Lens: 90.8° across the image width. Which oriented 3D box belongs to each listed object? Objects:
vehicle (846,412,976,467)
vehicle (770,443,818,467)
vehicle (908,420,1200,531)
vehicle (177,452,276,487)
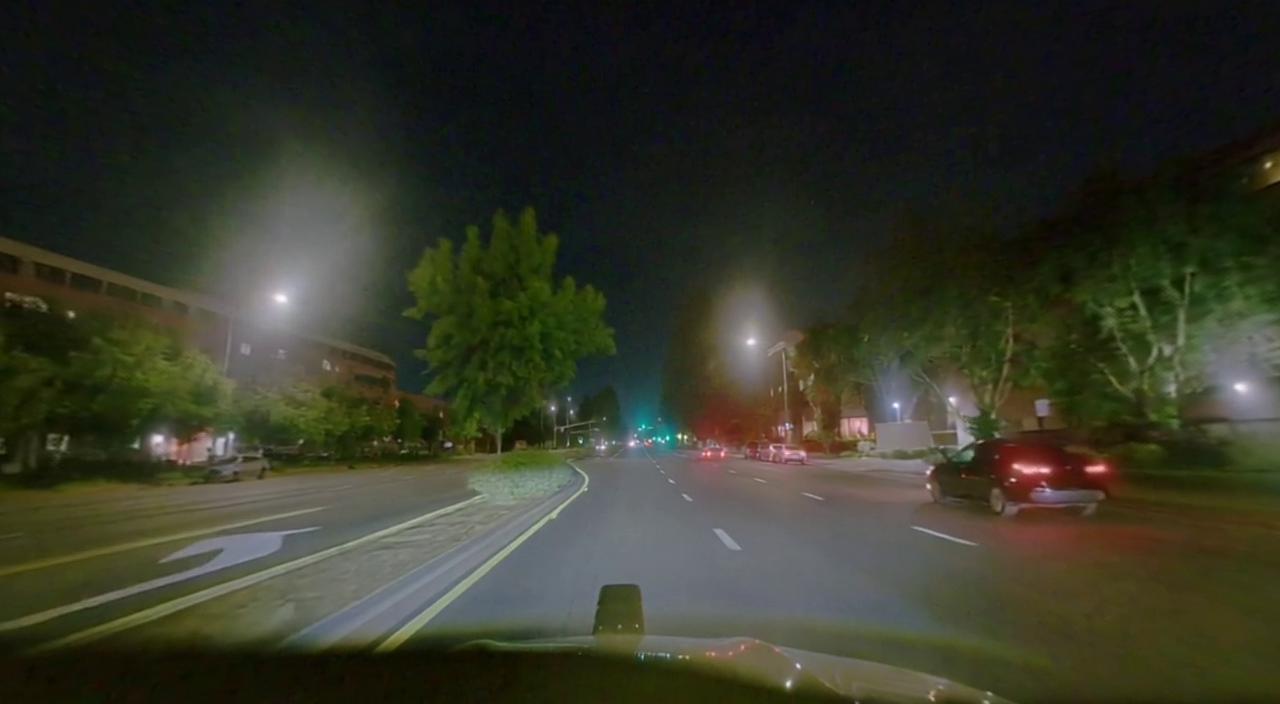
[{"bbox_3d":[17.154,5.597,40.324,6.927,3.298,2.751,0,-8,0],"label":"vehicle"},{"bbox_3d":[10.353,6.942,42.765,1.931,1.565,4.043,1,-8,-4],"label":"vehicle"},{"bbox_3d":[7.214,2.199,11.851,2.053,1.628,4.717,1,-8,-4],"label":"vehicle"},{"bbox_3d":[-20.605,5.827,31.724,1.945,1.469,4.539,-1,-8,-1],"label":"vehicle"}]
